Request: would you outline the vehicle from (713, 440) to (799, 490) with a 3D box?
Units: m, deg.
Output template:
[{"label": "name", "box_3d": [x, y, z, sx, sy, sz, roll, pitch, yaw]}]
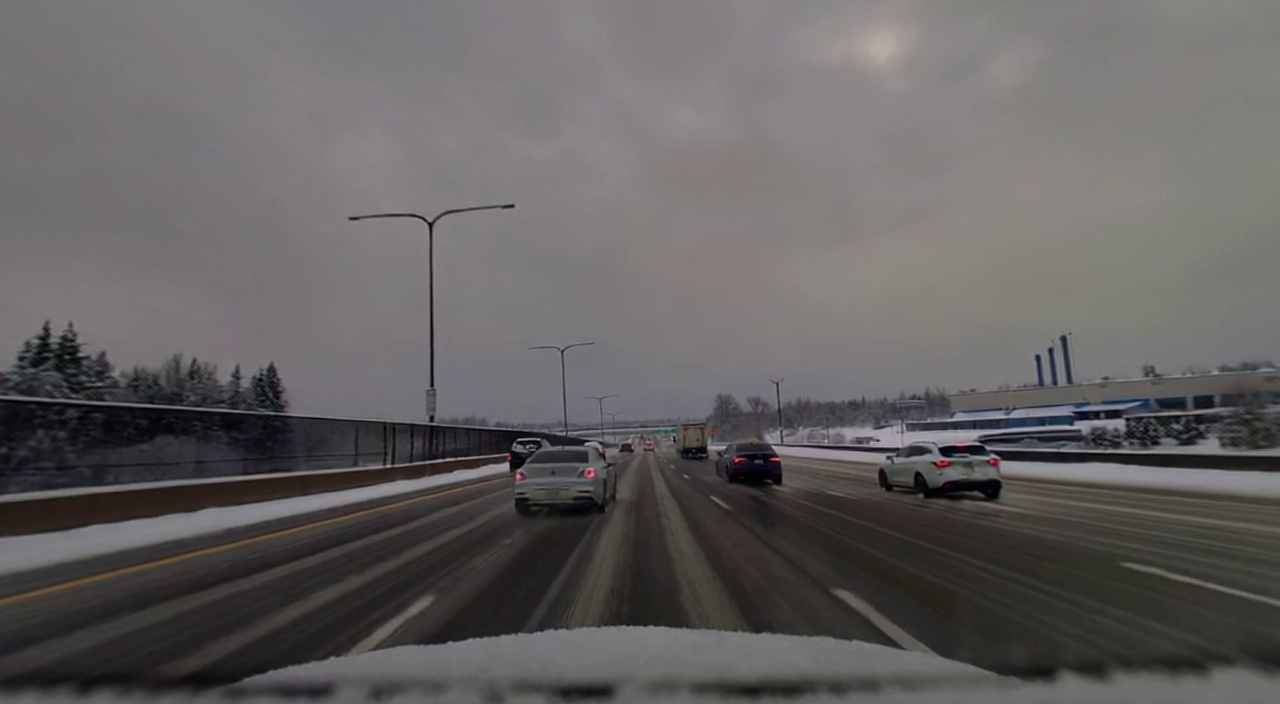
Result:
[{"label": "vehicle", "box_3d": [3.711, 3.670, 20.984, 1.942, 1.453, 4.329, 0, -8, -1]}]

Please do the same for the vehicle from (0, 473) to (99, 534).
[{"label": "vehicle", "box_3d": [-34.865, 8.559, 36.137, 2.328, 2.809, 6.655, 1, -8, -7]}]

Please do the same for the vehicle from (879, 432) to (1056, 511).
[{"label": "vehicle", "box_3d": [7.169, 2.631, 14.367, 1.860, 1.520, 3.961, 0, -8, -1]}]

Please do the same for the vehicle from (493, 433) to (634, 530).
[{"label": "vehicle", "box_3d": [-1.272, 2.459, 12.739, 2.067, 1.555, 4.851, -1, -8, 2]}]
